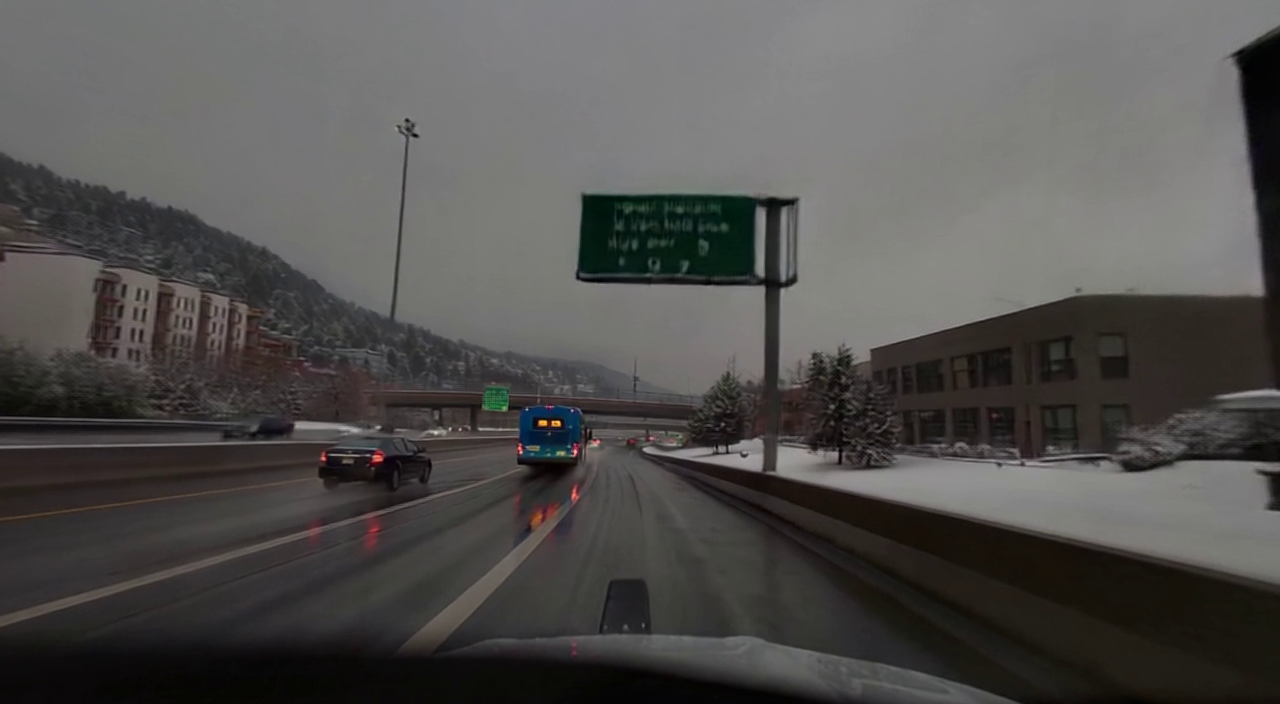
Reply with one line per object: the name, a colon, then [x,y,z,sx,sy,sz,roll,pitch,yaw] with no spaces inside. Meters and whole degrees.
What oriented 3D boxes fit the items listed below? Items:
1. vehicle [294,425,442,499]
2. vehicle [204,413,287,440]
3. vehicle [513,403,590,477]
vehicle: [-6.993,2.892,16.840,1.993,1.690,4.450,0,-9,0]
vehicle: [-29.784,5.714,47.890,2.209,1.845,5.765,-1,-9,5]
vehicle: [-3.880,4.248,29.628,2.888,2.944,8.373,1,-10,-3]
